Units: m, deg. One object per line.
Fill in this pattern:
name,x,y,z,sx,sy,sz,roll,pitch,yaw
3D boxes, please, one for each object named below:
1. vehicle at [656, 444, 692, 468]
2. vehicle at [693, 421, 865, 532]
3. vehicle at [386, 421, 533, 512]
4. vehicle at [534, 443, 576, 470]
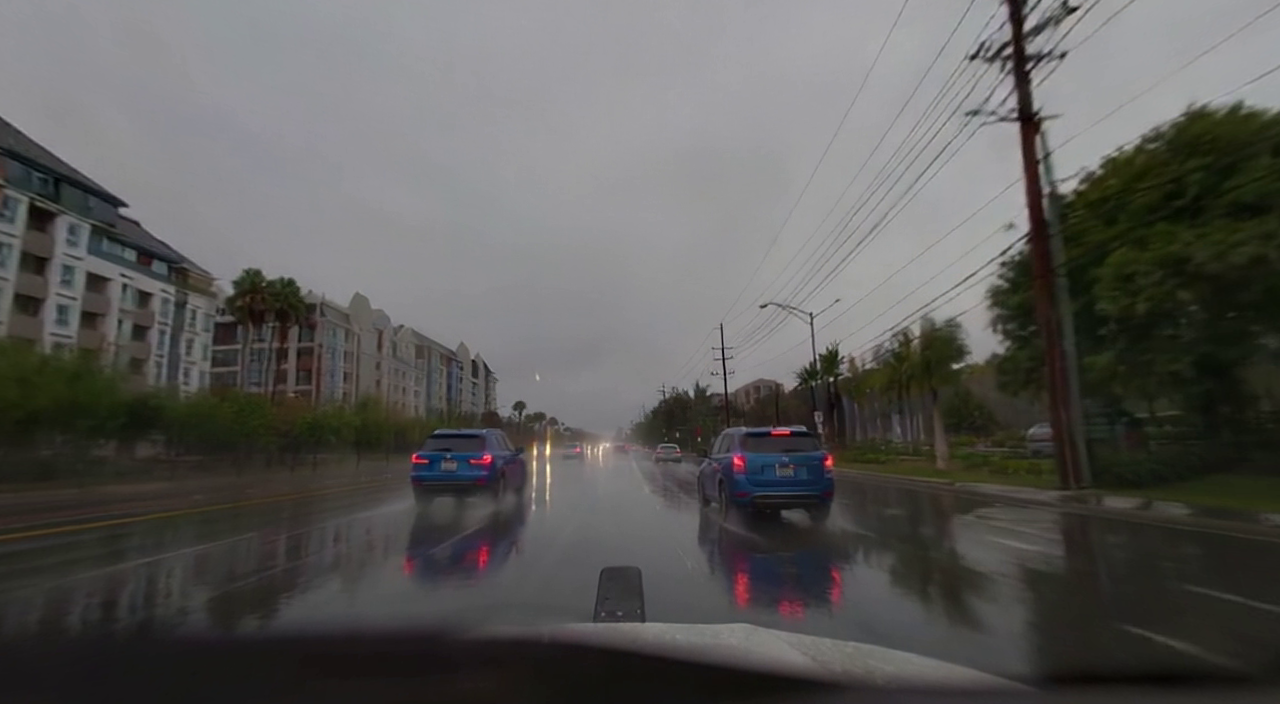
vehicle,2.160,6.730,40.786,1.981,1.472,3.923,0,-9,-2
vehicle,2.368,2.275,12.047,2.198,1.706,4.166,0,-9,-2
vehicle,-4.066,2.684,15.190,2.169,1.796,4.821,0,-9,-1
vehicle,-5.092,6.314,38.130,2.040,1.482,4.121,0,-9,-1
